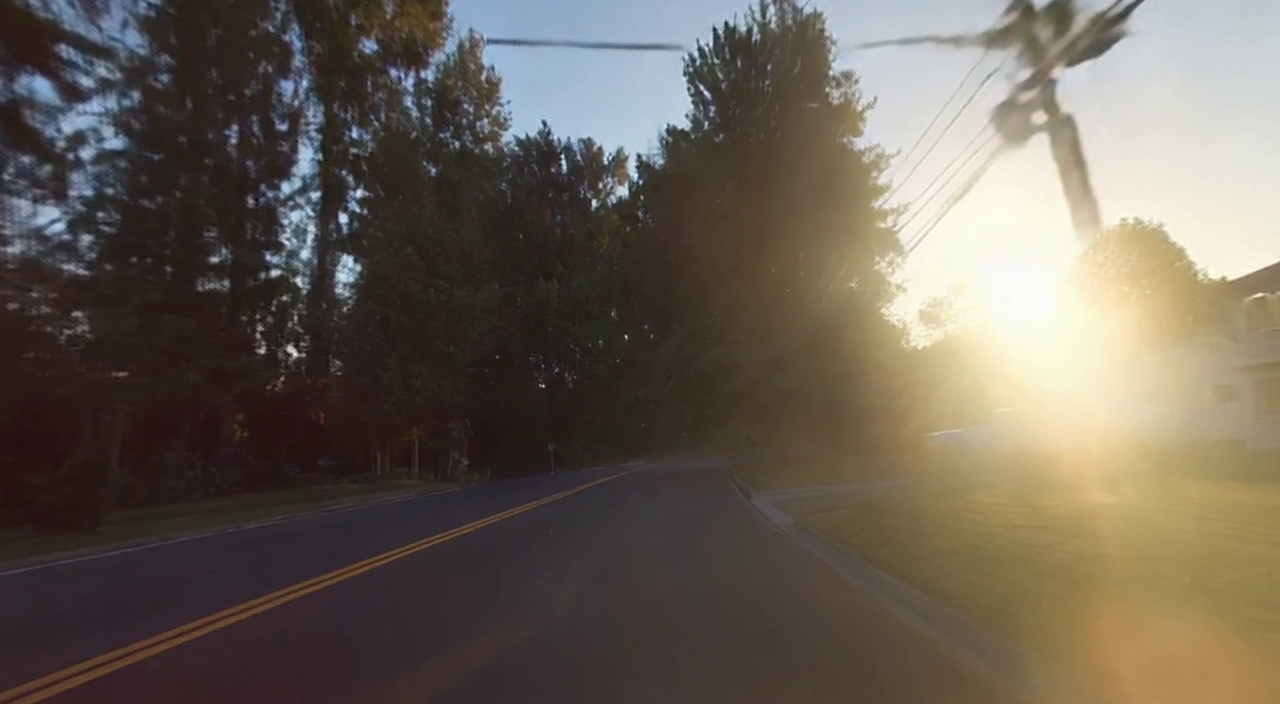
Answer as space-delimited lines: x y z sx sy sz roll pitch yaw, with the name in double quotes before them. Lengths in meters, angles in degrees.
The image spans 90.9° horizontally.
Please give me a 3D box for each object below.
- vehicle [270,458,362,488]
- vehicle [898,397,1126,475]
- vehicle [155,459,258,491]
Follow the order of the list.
"vehicle" -18.374 6.853 35.838 4.270 1.481 1.972 -4 -9 10
"vehicle" 11.642 2.752 20.218 5.704 1.788 2.095 -7 -10 9
"vehicle" -25.159 7.152 36.666 4.751 1.489 2.052 -5 -9 8
